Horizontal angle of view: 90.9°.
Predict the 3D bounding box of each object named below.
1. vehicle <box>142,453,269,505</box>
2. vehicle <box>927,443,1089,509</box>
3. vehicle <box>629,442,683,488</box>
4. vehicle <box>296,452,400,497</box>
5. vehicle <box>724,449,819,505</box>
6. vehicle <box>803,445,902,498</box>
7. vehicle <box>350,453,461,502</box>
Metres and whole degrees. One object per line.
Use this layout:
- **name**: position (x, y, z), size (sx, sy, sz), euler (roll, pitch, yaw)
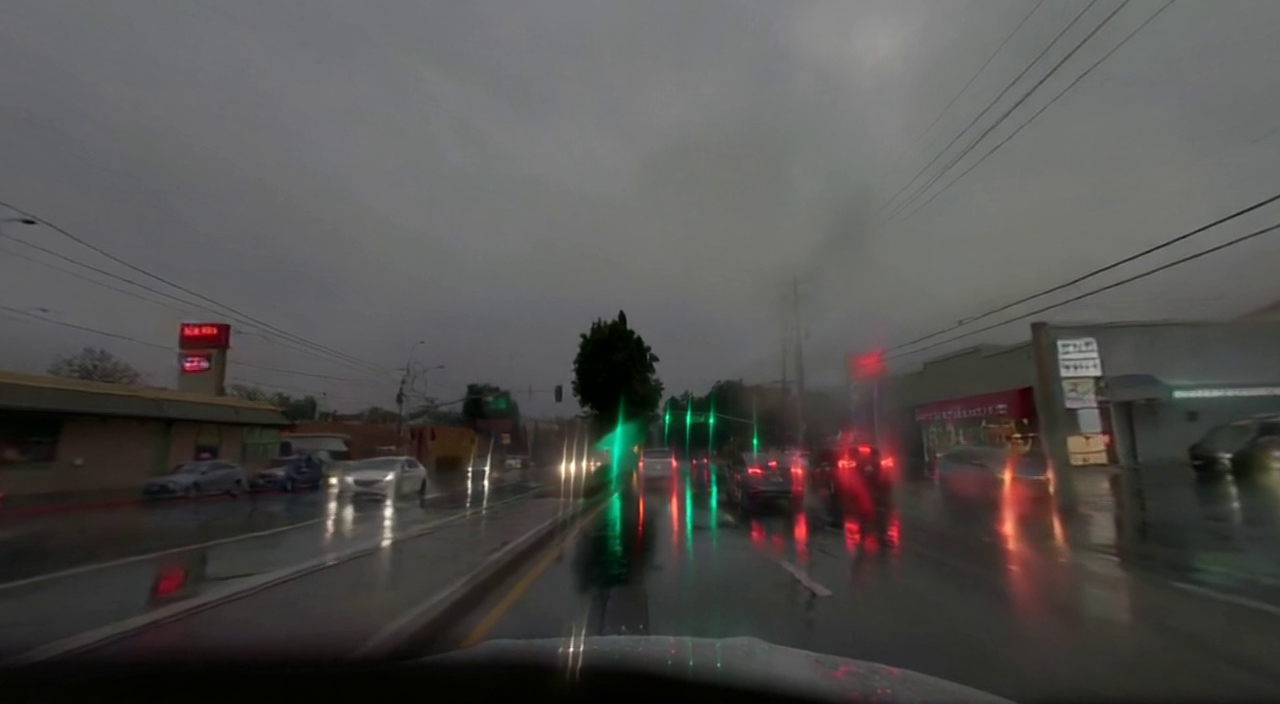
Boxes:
- **vehicle**: position (-18.507, 5.383, 27.235), size (2.013, 1.823, 4.960), euler (0, -7, -1)
- **vehicle**: position (10.860, 3.690, 19.154), size (2.106, 1.712, 4.769), euler (0, -10, 1)
- **vehicle**: position (0.680, 5.002, 28.313), size (2.210, 1.861, 4.280), euler (0, -8, 1)
- **vehicle**: position (-12.188, 5.099, 26.702), size (2.183, 1.674, 4.481), euler (0, -8, 1)
- **vehicle**: position (3.882, 3.753, 19.466), size (1.963, 1.484, 4.609), euler (0, -8, 0)
- **vehicle**: position (7.550, 4.251, 22.934), size (2.040, 1.738, 4.414), euler (0, -8, 0)
- **vehicle**: position (-8.179, 4.387, 22.521), size (2.078, 1.465, 4.632), euler (0, -8, 1)
